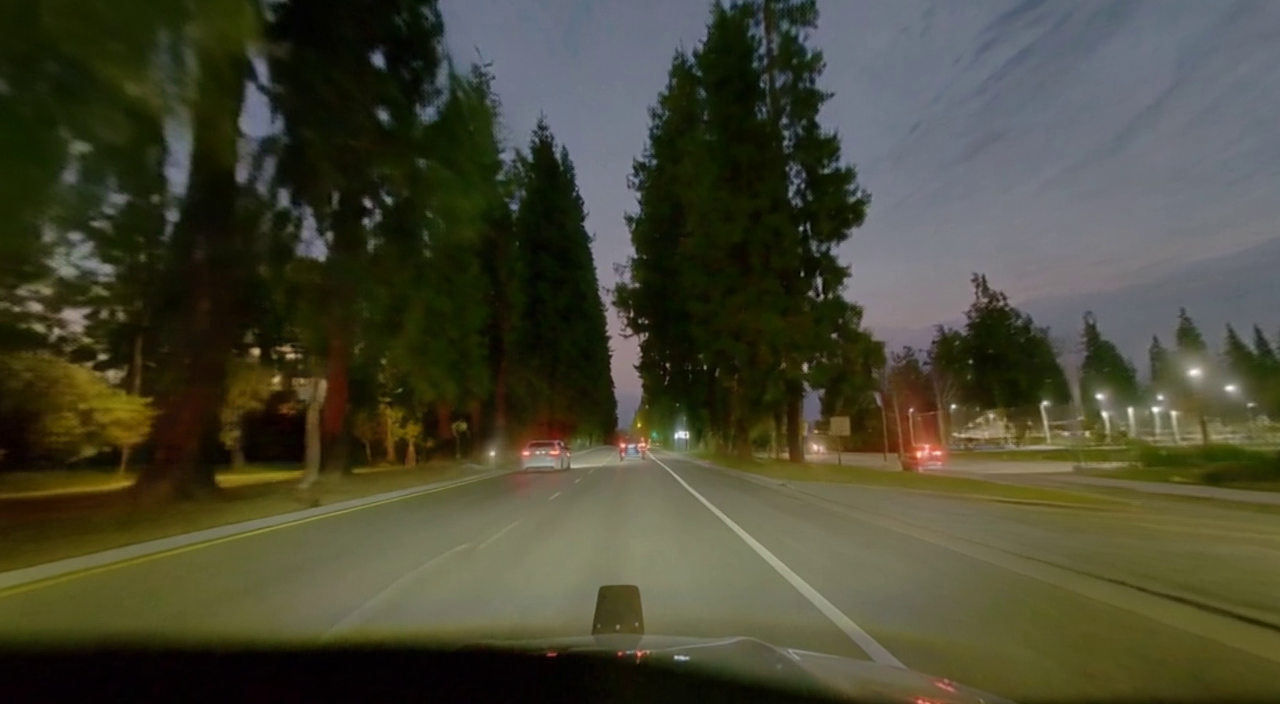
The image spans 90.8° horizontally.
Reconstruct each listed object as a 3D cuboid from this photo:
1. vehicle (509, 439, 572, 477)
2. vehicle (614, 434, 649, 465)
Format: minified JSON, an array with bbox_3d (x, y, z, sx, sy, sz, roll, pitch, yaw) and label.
[{"bbox_3d":[-4.063,4.373,26.407,1.917,1.448,4.178,0,-8,1],"label":"vehicle"},{"bbox_3d":[-0.487,5.884,38.360,2.018,1.769,3.897,0,-8,-1],"label":"vehicle"}]
